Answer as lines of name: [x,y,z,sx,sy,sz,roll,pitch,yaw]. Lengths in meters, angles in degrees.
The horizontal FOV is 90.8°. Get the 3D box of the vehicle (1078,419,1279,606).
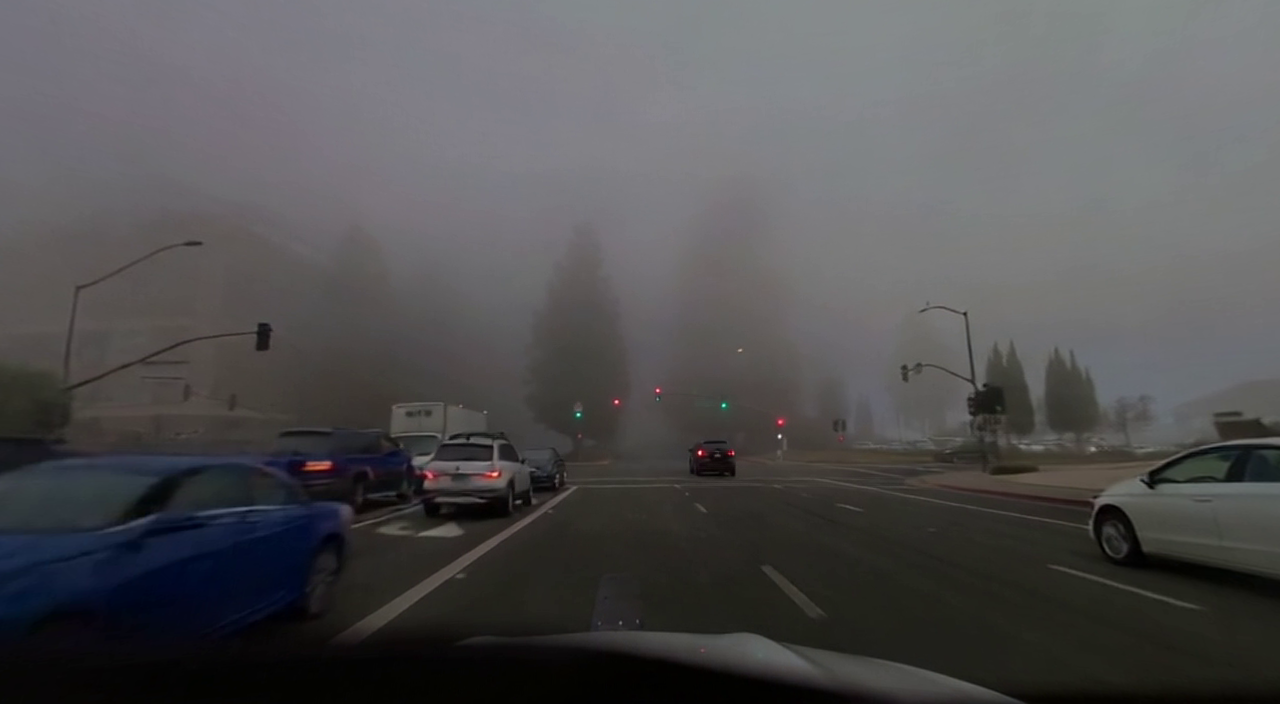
vehicle: [6.568,1.434,5.770,2.000,1.618,4.238,0,-9,-1]

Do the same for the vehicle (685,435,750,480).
vehicle: [3.263,4.593,27.676,2.095,1.759,4.862,0,-9,-2]

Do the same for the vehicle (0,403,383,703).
vehicle: [-3.513,1.167,3.858,1.923,1.494,4.672,0,-9,0]

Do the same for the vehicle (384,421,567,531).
vehicle: [-3.024,2.473,13.377,2.313,1.752,6.152,0,-9,-1]

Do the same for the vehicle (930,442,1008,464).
vehicle: [23.246,7.153,44.705,4.411,1.464,1.938,0,-9,-2]
